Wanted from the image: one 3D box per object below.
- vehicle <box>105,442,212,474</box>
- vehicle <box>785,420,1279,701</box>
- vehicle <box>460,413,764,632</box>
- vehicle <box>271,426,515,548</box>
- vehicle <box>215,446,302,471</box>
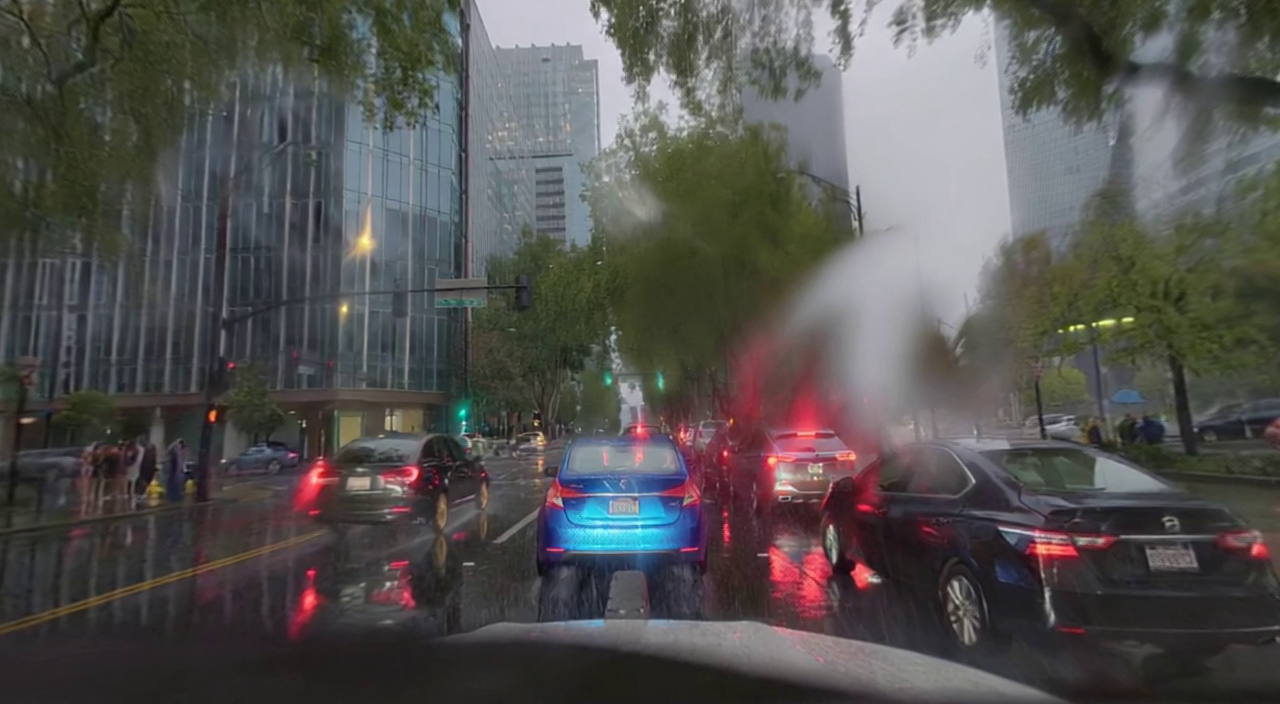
[{"bbox_3d":[-33.861,7.457,44.292,5.598,2.130,2.121,0,-8,-2],"label":"vehicle"},{"bbox_3d":[2.753,1.409,5.458,1.952,1.464,4.165,0,-8,-1],"label":"vehicle"},{"bbox_3d":[-0.265,1.466,6.406,2.072,1.476,4.078,0,-8,-2],"label":"vehicle"},{"bbox_3d":[-3.564,2.028,10.214,1.971,1.496,4.648,0,-8,2],"label":"vehicle"},{"bbox_3d":[-23.318,6.502,38.466,4.140,1.486,1.799,0,-8,2],"label":"vehicle"}]
